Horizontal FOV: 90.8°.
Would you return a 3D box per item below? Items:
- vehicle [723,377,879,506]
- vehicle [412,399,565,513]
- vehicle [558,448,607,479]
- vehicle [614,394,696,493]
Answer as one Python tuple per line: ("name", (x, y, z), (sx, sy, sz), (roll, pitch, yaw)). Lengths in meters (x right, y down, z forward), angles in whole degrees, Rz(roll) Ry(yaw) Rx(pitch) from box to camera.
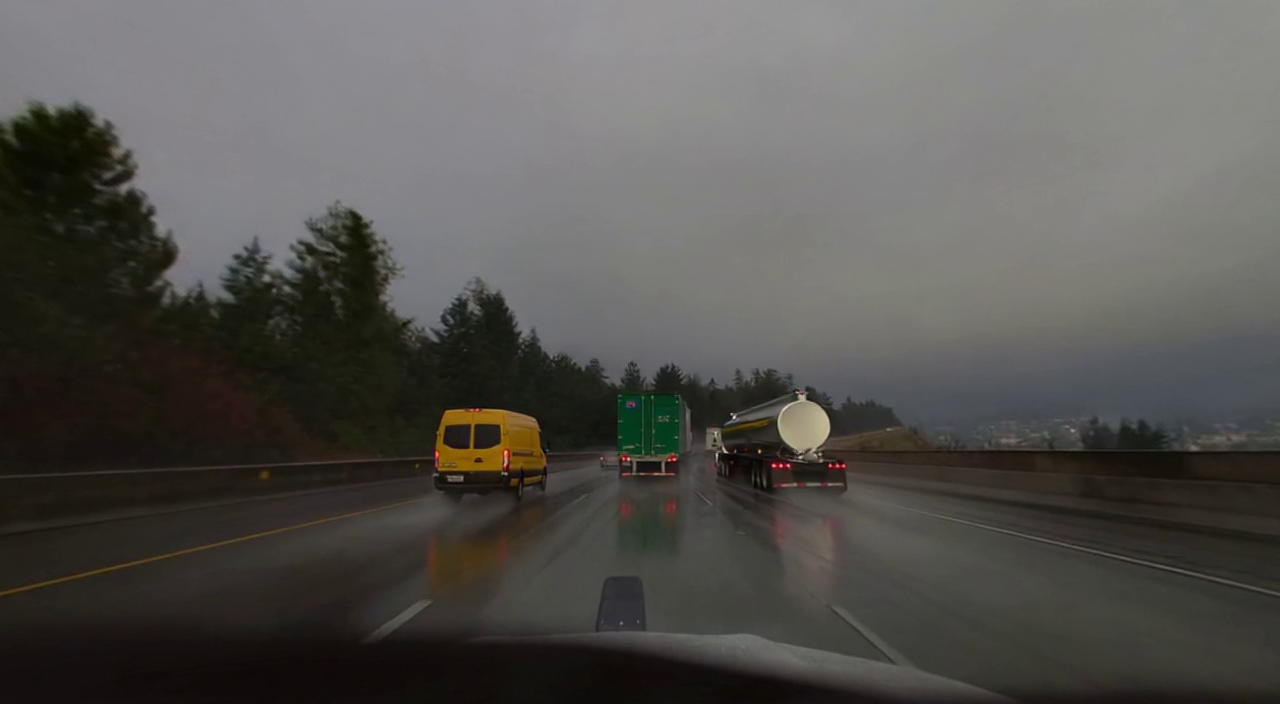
("vehicle", (5.150, 3.321, 23.023), (2.706, 3.500, 11.483), (0, -9, 0))
("vehicle", (-3.831, 2.874, 17.637), (2.525, 2.572, 6.260), (0, -9, 2))
("vehicle", (-3.194, 6.308, 35.918), (2.134, 1.652, 4.439), (-1, -9, 3))
("vehicle", (0.332, 3.983, 26.869), (2.773, 3.455, 9.118), (0, -9, -3))
